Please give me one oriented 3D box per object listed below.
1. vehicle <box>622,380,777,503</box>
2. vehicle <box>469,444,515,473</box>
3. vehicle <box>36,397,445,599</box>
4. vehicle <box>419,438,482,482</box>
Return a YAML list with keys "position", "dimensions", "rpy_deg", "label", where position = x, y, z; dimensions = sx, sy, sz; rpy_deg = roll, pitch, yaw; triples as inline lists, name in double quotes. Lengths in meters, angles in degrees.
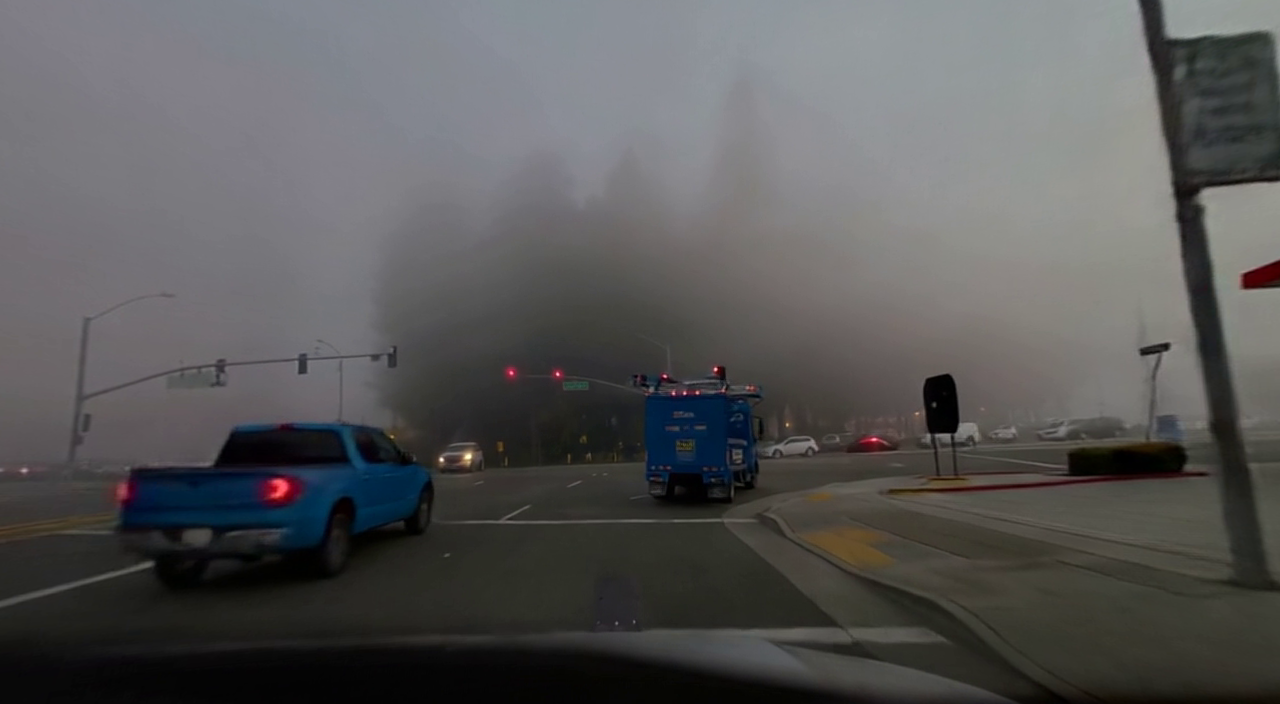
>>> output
- position: [1.986, 2.634, 18.571]
  dimensions: [2.463, 2.954, 5.938]
  rpy_deg: [-4, -9, 27]
  label: "vehicle"
- position: [-9.127, 6.577, 39.352]
  dimensions: [1.961, 1.709, 5.052]
  rpy_deg: [1, -8, -4]
  label: "vehicle"
- position: [-4.190, 1.607, 7.876]
  dimensions: [2.102, 1.744, 4.630]
  rpy_deg: [0, -8, -1]
  label: "vehicle"
- position: [-7.856, 4.485, 26.559]
  dimensions: [1.997, 1.679, 4.263]
  rpy_deg: [1, -9, -10]
  label: "vehicle"
